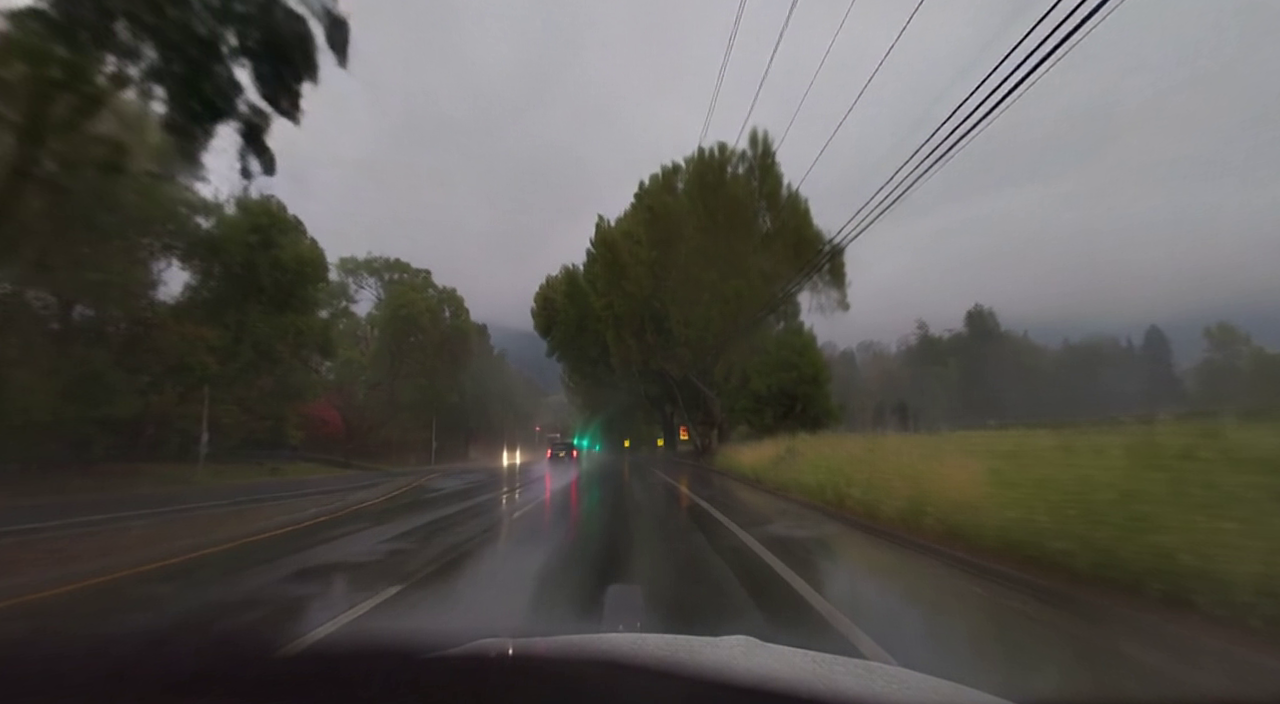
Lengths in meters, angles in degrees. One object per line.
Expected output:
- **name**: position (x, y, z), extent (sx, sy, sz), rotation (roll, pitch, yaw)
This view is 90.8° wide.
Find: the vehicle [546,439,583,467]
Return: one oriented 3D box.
- **vehicle**: position (-5.447, 7.356, 46.199), extent (2.246, 1.885, 5.275), rotation (0, -8, -2)
